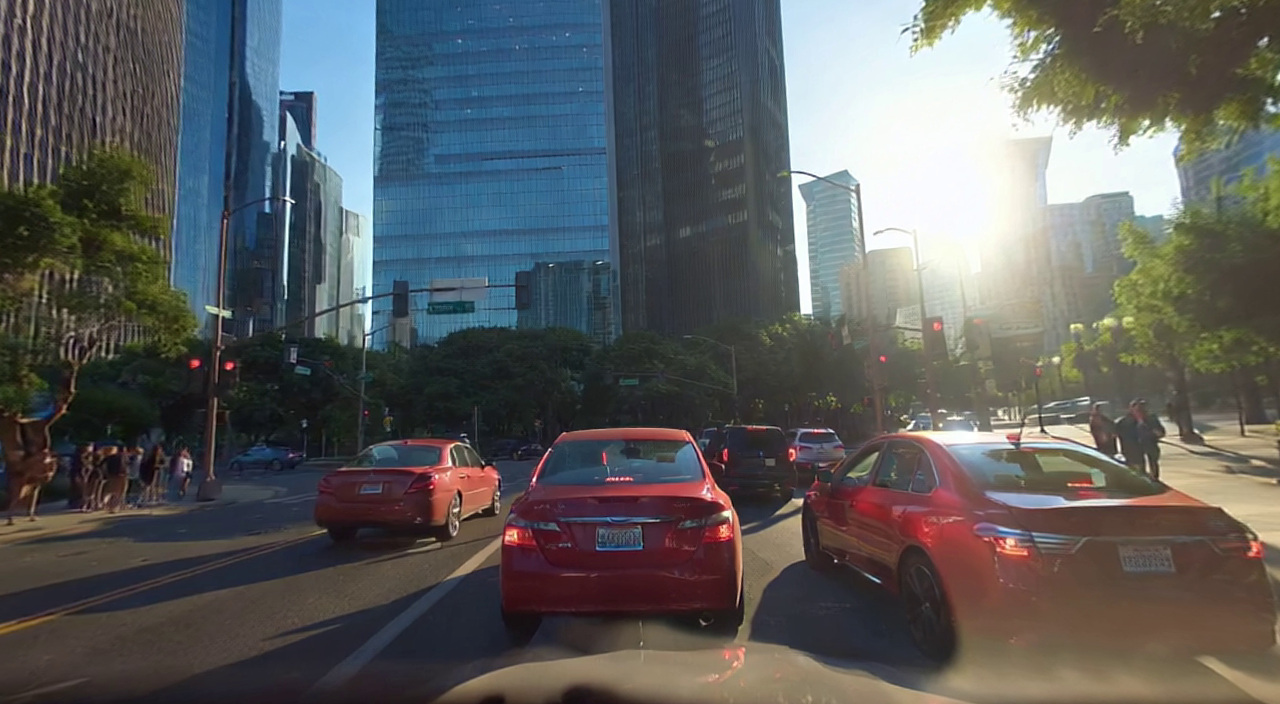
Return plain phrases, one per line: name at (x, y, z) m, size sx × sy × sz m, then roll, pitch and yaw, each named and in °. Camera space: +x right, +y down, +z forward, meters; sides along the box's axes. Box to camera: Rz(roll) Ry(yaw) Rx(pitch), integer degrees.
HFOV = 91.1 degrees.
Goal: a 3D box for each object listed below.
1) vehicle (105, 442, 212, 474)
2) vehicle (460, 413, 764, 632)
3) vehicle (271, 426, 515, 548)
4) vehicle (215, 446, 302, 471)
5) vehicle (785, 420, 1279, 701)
vehicle at (-33.861, 7.457, 44.292) m, size 5.598 × 2.130 × 2.121 m, roll 0°, pitch -8°, yaw -2°
vehicle at (-0.265, 1.466, 6.406) m, size 2.072 × 1.476 × 4.078 m, roll 0°, pitch -8°, yaw -2°
vehicle at (-3.564, 2.028, 10.214) m, size 1.971 × 1.496 × 4.648 m, roll 0°, pitch -8°, yaw 2°
vehicle at (-23.318, 6.502, 38.466) m, size 4.140 × 1.486 × 1.799 m, roll 0°, pitch -8°, yaw 2°
vehicle at (2.753, 1.409, 5.458) m, size 1.952 × 1.464 × 4.165 m, roll 0°, pitch -8°, yaw -1°
